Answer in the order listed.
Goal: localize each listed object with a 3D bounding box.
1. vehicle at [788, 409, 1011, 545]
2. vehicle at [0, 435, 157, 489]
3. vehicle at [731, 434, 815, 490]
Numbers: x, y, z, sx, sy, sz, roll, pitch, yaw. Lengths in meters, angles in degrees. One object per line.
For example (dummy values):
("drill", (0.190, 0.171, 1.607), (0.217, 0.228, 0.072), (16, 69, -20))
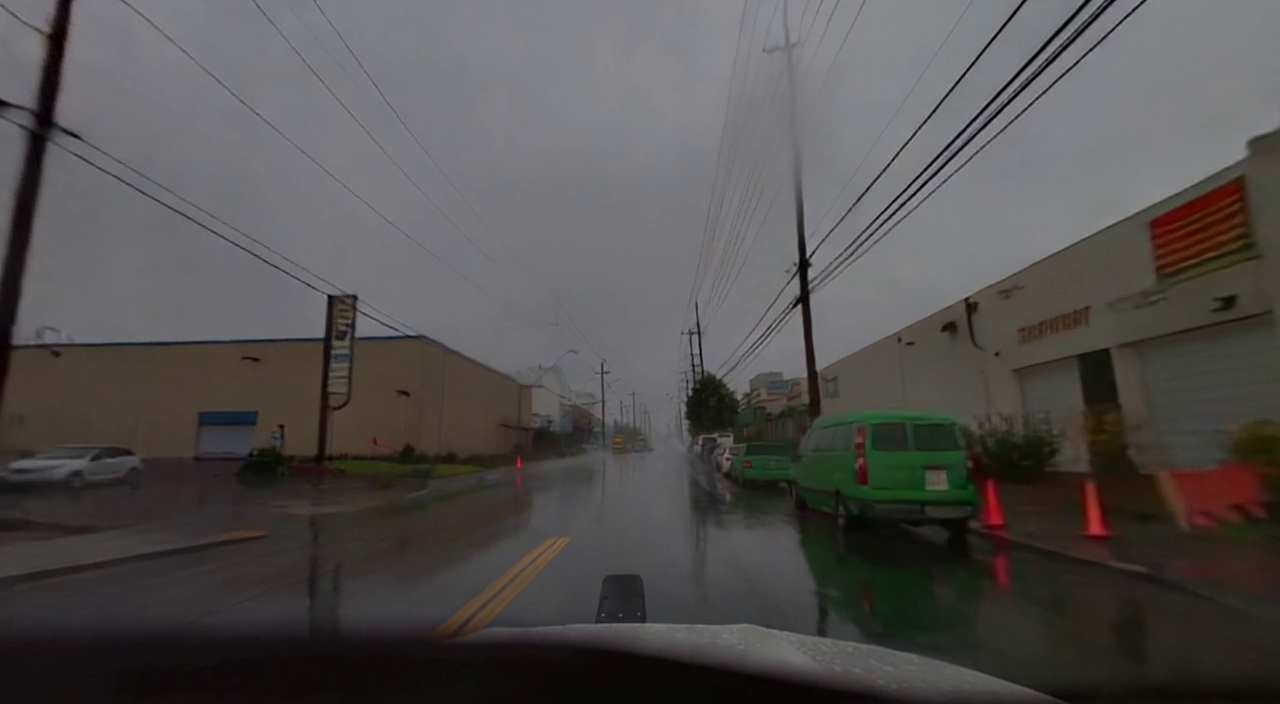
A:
("vehicle", (4.444, 2.251, 11.965), (2.010, 1.985, 5.124), (0, -9, 0))
("vehicle", (-20.167, 3.828, 22.251), (1.917, 1.679, 4.727), (-2, -9, 12))
("vehicle", (4.664, 3.964, 23.077), (2.009, 1.776, 5.440), (0, -9, 1))
